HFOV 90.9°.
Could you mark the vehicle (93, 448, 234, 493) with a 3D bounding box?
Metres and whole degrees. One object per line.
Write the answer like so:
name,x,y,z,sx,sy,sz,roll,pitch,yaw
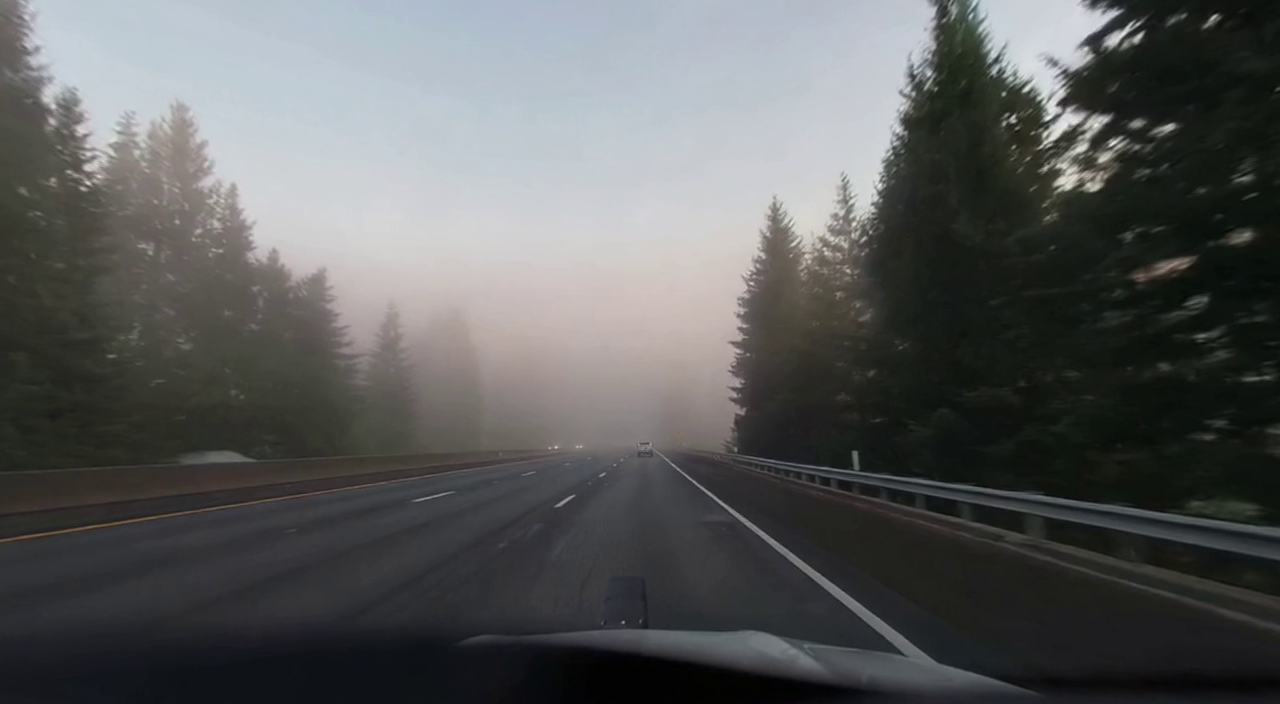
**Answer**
vehicle,-17.026,4.220,22.836,1.787,1.420,4.130,0,-8,1
